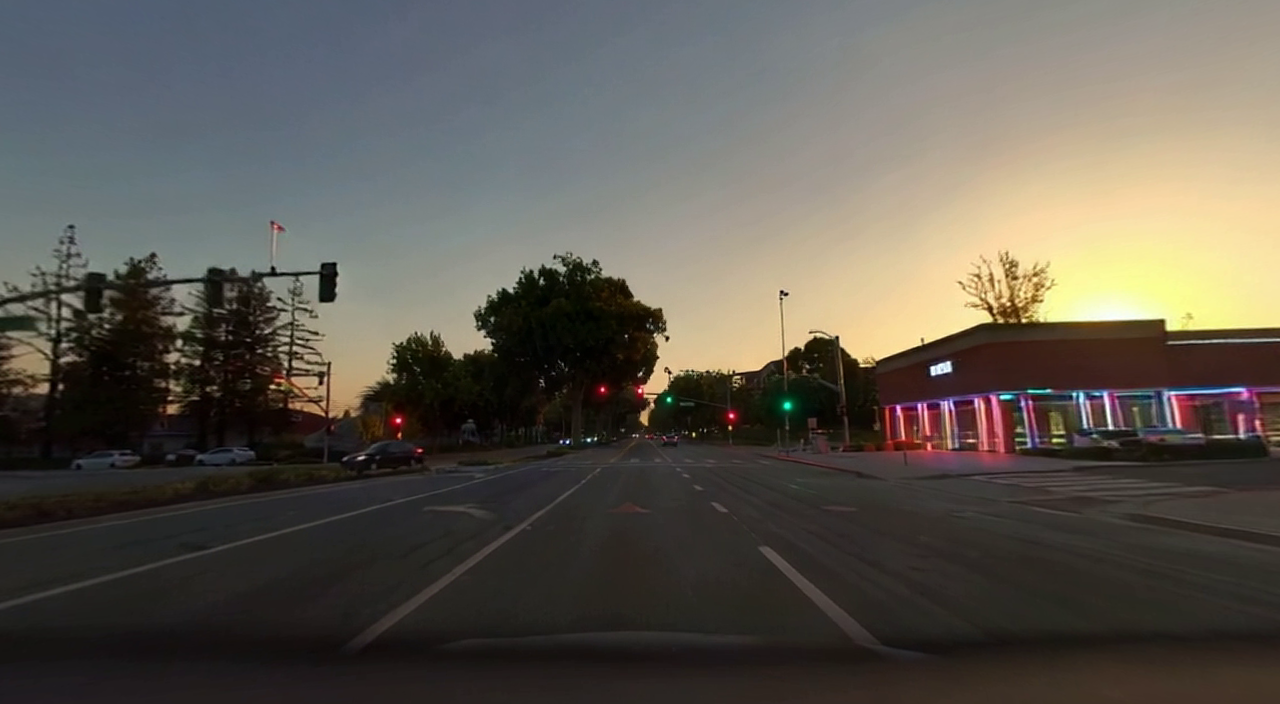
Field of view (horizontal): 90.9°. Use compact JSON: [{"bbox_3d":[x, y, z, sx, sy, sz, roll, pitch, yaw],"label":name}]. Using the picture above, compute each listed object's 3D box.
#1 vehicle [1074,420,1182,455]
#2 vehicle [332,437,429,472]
[{"bbox_3d":[22.309,3.931,28.795,4.694,1.481,1.884,4,-9,-25],"label":"vehicle"},{"bbox_3d":[-14.841,5.864,36.278,4.938,1.863,2.162,3,-9,-21],"label":"vehicle"}]
